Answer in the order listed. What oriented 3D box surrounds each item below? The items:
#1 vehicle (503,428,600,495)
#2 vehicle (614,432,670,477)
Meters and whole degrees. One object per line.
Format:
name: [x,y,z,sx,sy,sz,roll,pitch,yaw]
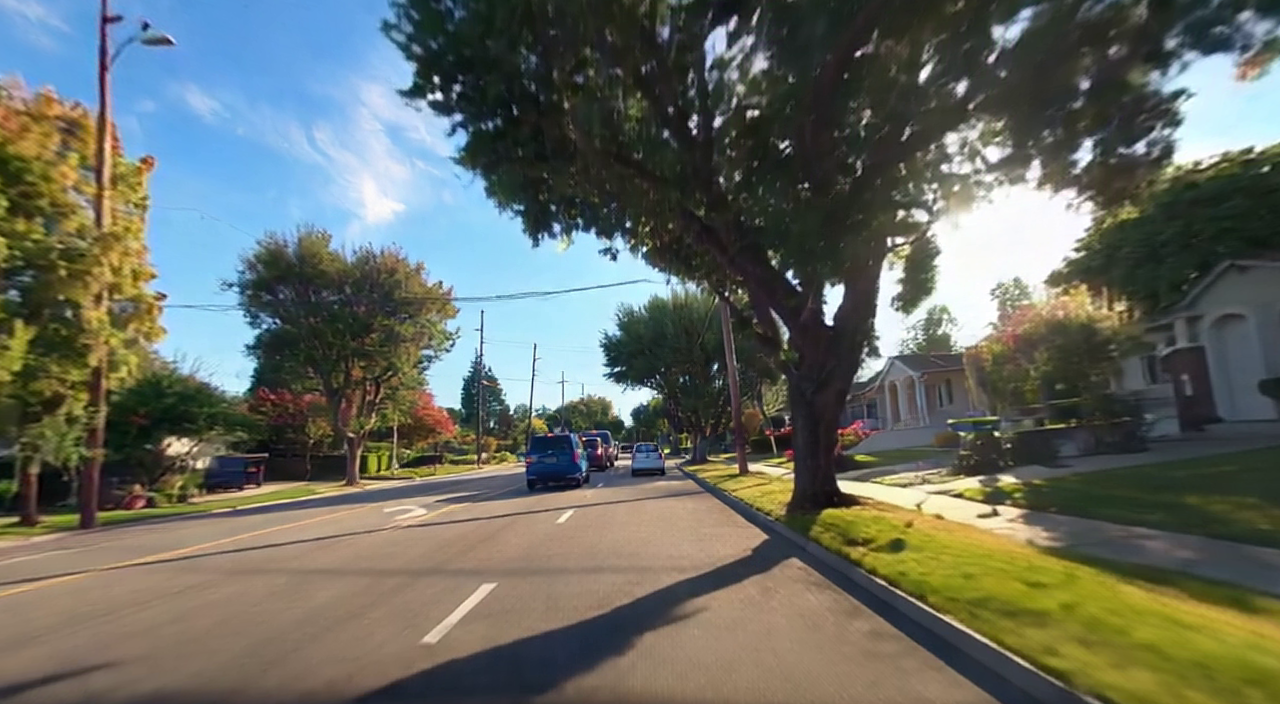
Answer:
vehicle: [-2.505,3.243,19.002,2.157,1.765,4.303,0,-9,2]
vehicle: [0.060,4.206,26.042,2.120,1.718,3.909,0,-9,0]
